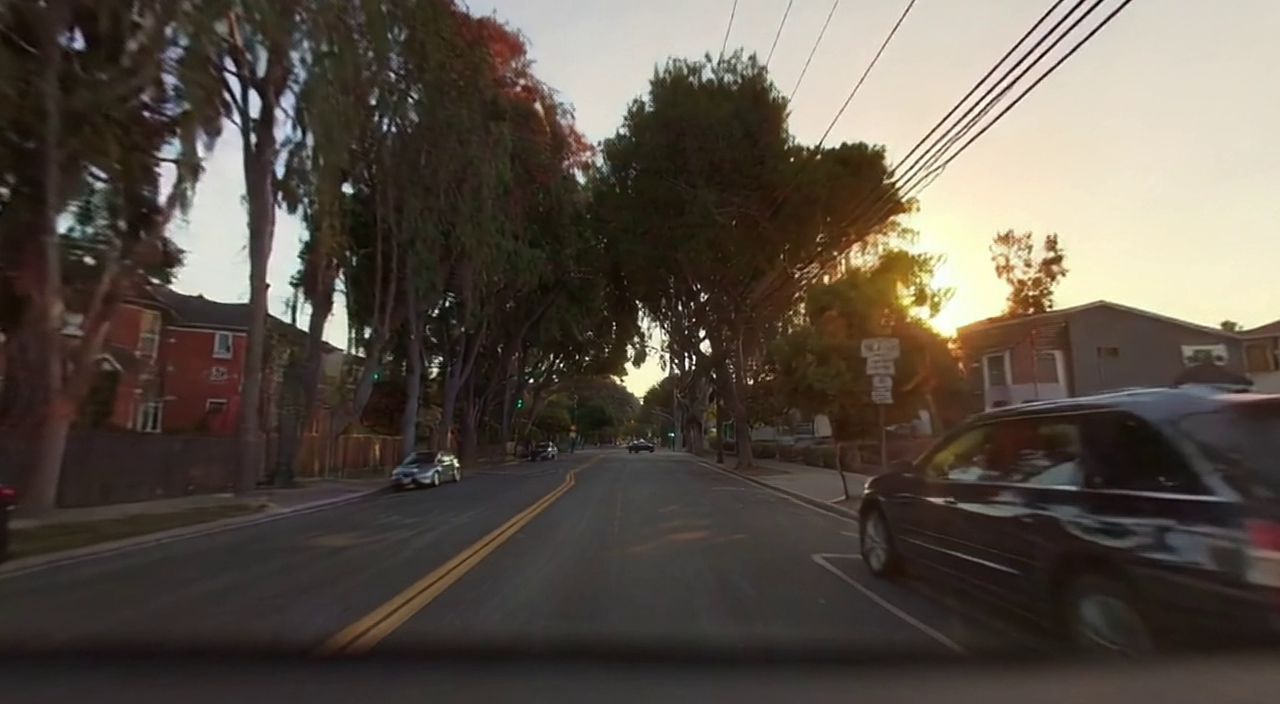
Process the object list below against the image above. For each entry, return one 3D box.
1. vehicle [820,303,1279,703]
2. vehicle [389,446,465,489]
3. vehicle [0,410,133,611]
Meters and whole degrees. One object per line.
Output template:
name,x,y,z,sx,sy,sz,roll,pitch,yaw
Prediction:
vehicle,3.239,1.054,4.265,2.202,1.805,5.756,0,-8,-2
vehicle,-7.893,4.279,23.864,1.902,1.456,4.451,1,-9,-8
vehicle,-6.831,1.225,4.339,2.151,1.789,5.482,0,-8,0
